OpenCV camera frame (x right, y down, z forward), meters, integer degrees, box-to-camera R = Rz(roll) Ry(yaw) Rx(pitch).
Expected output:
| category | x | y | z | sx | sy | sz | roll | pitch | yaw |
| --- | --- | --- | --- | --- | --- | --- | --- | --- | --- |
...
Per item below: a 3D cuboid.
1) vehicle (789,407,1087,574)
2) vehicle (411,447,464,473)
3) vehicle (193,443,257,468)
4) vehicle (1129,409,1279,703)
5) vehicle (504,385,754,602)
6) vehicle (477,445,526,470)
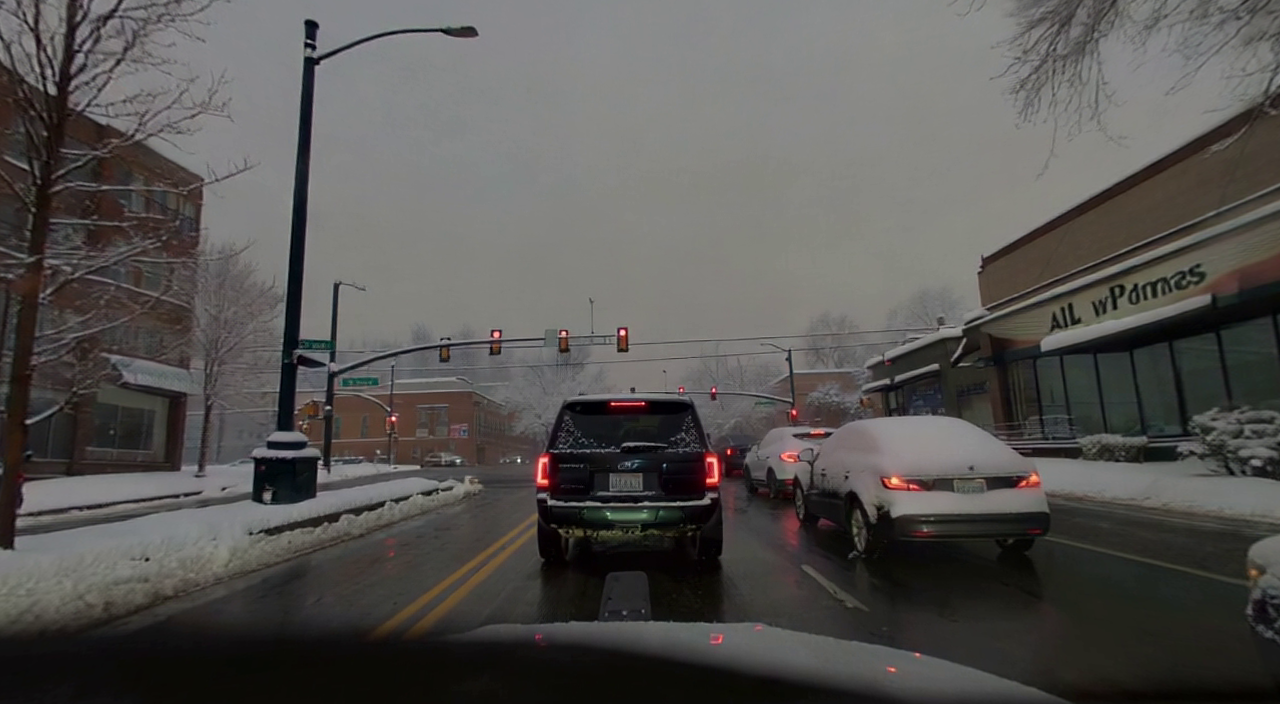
| category | x | y | z | sx | sy | sz | roll | pitch | yaw |
| --- | --- | --- | --- | --- | --- | --- | --- | --- | --- |
| vehicle | 3.616 | 1.759 | 8.789 | 2.036 | 1.719 | 4.318 | 0 | -8 | 0 |
| vehicle | -14.458 | 7.679 | 45.300 | 2.102 | 1.737 | 4.570 | 0 | -8 | 3 |
| vehicle | -27.456 | 6.868 | 41.846 | 1.693 | 1.563 | 3.716 | 0 | -8 | 0 |
| vehicle | 3.366 | 0.730 | 0.806 | 1.884 | 1.484 | 4.609 | 0 | -8 | 2 |
| vehicle | -0.006 | 1.534 | 7.679 | 2.154 | 1.861 | 4.280 | 0 | -8 | 3 |
| vehicle | -10.787 | 8.258 | 49.481 | 2.224 | 1.840 | 5.290 | -1 | -8 | 5 |
